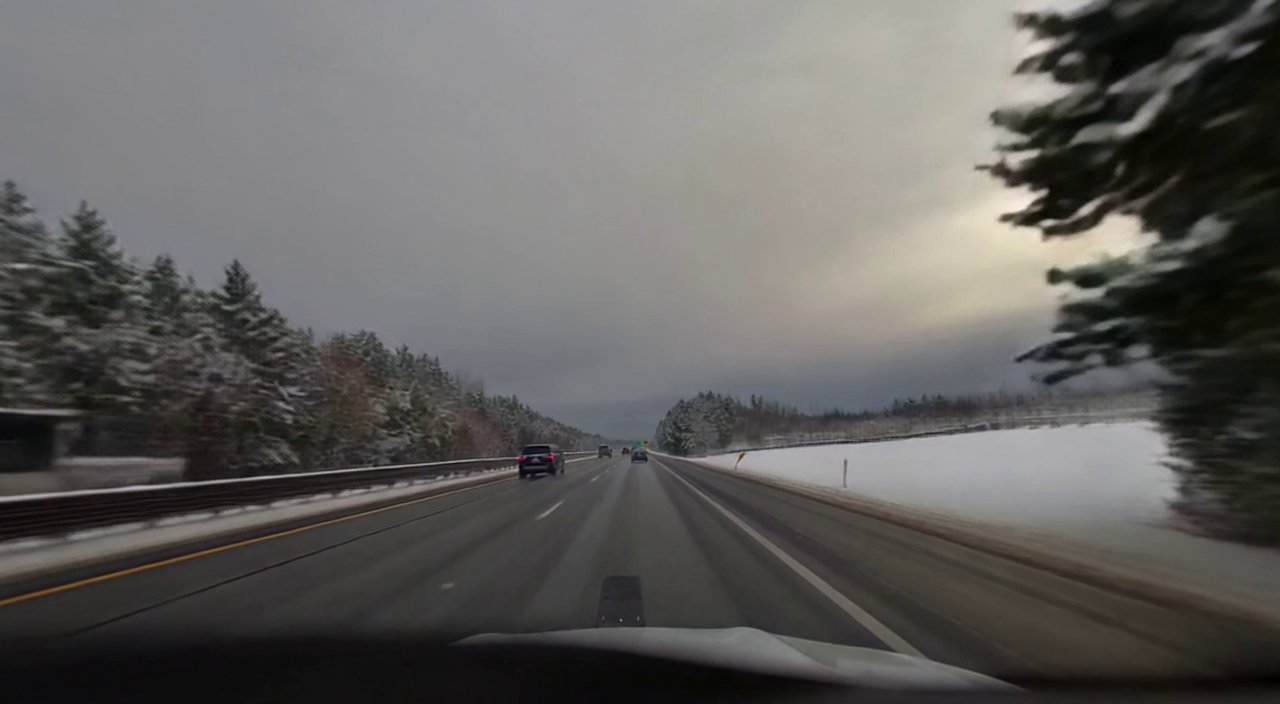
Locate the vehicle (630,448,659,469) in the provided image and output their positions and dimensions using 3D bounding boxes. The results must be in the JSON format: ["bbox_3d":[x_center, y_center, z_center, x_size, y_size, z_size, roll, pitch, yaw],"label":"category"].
[{"bbox_3d":[0.292,7.743,45.960,2.046,1.452,4.407,0,-9,-1],"label":"vehicle"}]

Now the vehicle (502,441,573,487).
[{"bbox_3d":[-4.022,4.457,25.452,2.100,1.667,4.223,0,-9,1],"label":"vehicle"}]

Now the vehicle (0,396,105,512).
[{"bbox_3d":[-16.574,2.367,14.589,2.419,2.745,6.688,0,-9,0],"label":"vehicle"}]
